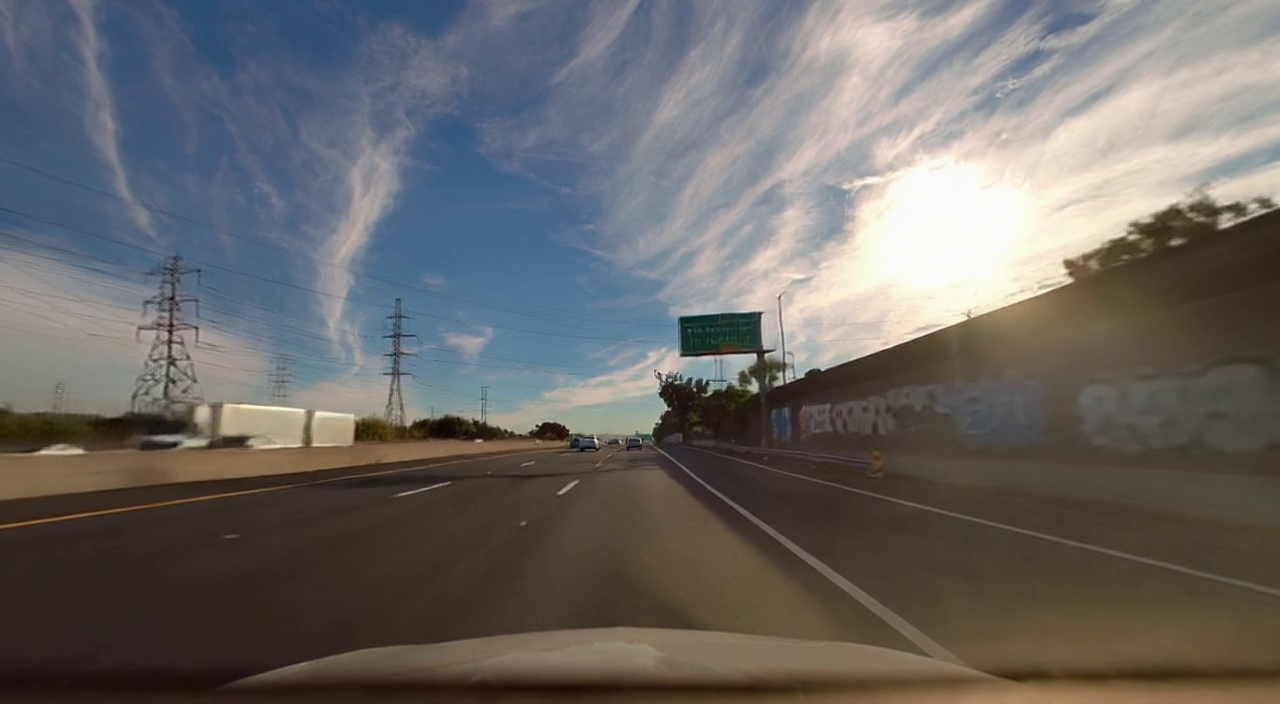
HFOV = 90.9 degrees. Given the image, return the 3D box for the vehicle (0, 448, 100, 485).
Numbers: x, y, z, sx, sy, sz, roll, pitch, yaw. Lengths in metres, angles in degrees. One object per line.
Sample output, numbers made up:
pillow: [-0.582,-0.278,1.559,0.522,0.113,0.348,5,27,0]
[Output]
vehicle: [-27.638,5.215,29.064,1.818,1.499,4.204,1,-8,-2]

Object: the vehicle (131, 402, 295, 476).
vehicle: [-19.298,4.007,29.167,2.647,2.975,7.063,0,-8,-1]
